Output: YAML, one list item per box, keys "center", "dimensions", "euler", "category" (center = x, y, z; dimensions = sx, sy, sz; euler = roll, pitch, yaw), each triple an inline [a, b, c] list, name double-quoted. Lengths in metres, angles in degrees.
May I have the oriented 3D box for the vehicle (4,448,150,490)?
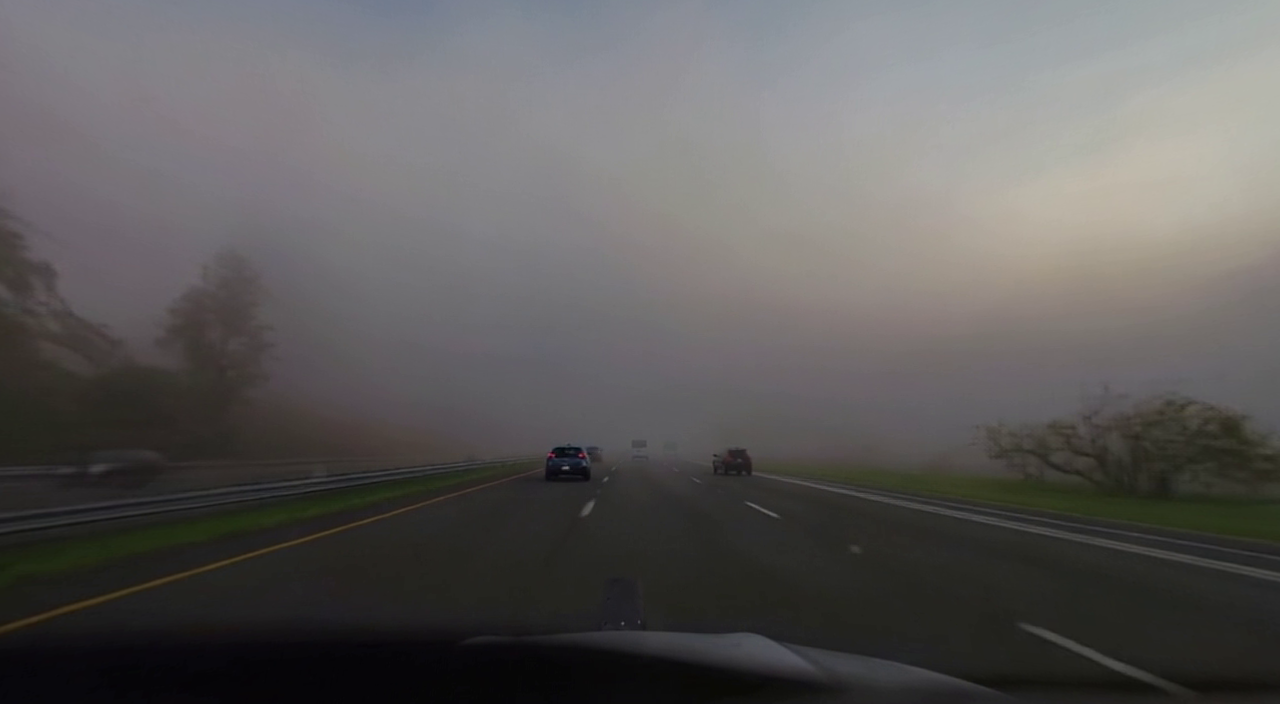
- center: [-21.639, 4.469, 24.481]
  dimensions: [1.930, 1.474, 4.042]
  euler: [0, -9, 0]
  category: "vehicle"

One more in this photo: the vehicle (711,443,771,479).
- center: [4.406, 4.825, 28.048]
  dimensions: [1.926, 1.483, 3.528]
  euler: [0, -9, -3]
  category: "vehicle"

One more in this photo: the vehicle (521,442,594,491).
- center: [-2.685, 3.843, 21.533]
  dimensions: [2.053, 1.483, 4.185]
  euler: [0, -9, -1]
  category: "vehicle"
